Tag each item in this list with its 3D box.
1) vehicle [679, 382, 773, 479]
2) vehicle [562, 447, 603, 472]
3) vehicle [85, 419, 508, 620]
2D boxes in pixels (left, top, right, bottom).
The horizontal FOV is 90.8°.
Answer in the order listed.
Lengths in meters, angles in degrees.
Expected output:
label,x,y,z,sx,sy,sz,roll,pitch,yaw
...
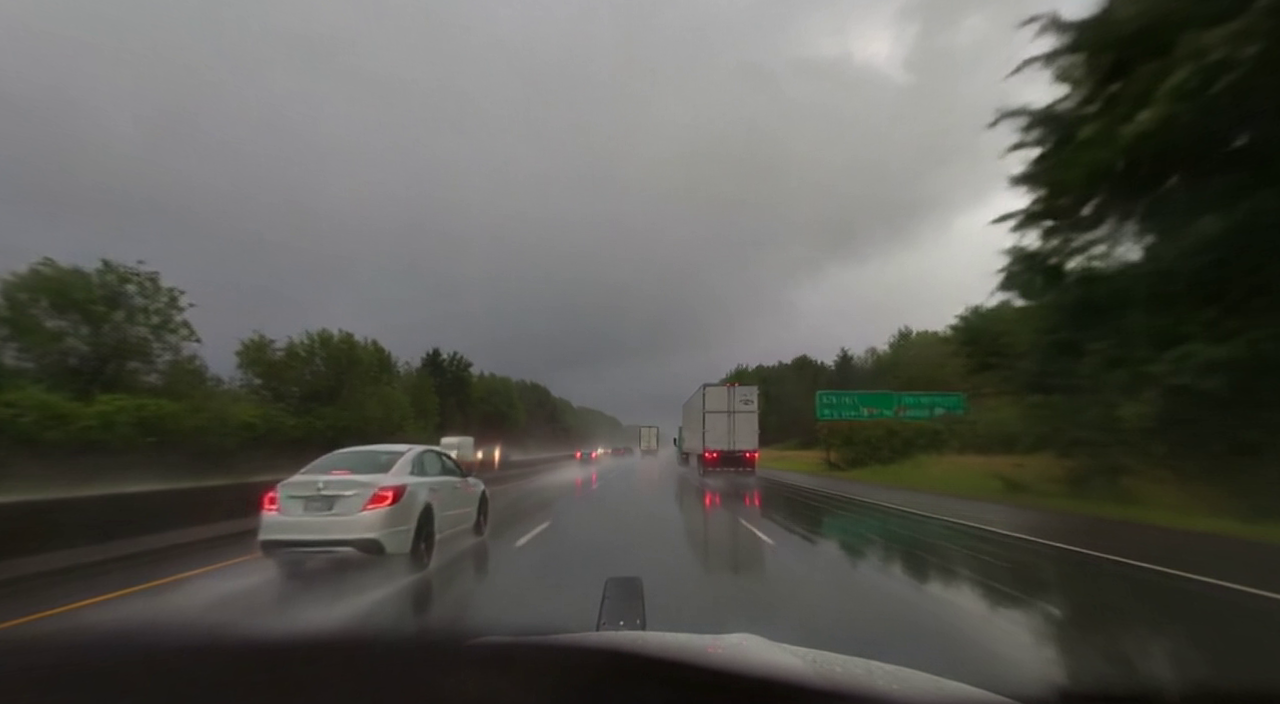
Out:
label,x,y,z,sx,sy,sz,roll,pitch,yaw
vehicle,4.065,4.439,33.930,2.974,4.083,14.389,0,-9,0
vehicle,-3.521,6.678,39.480,2.121,1.445,4.651,0,-9,0
vehicle,-3.169,1.680,7.385,2.104,1.526,4.940,0,-9,1
